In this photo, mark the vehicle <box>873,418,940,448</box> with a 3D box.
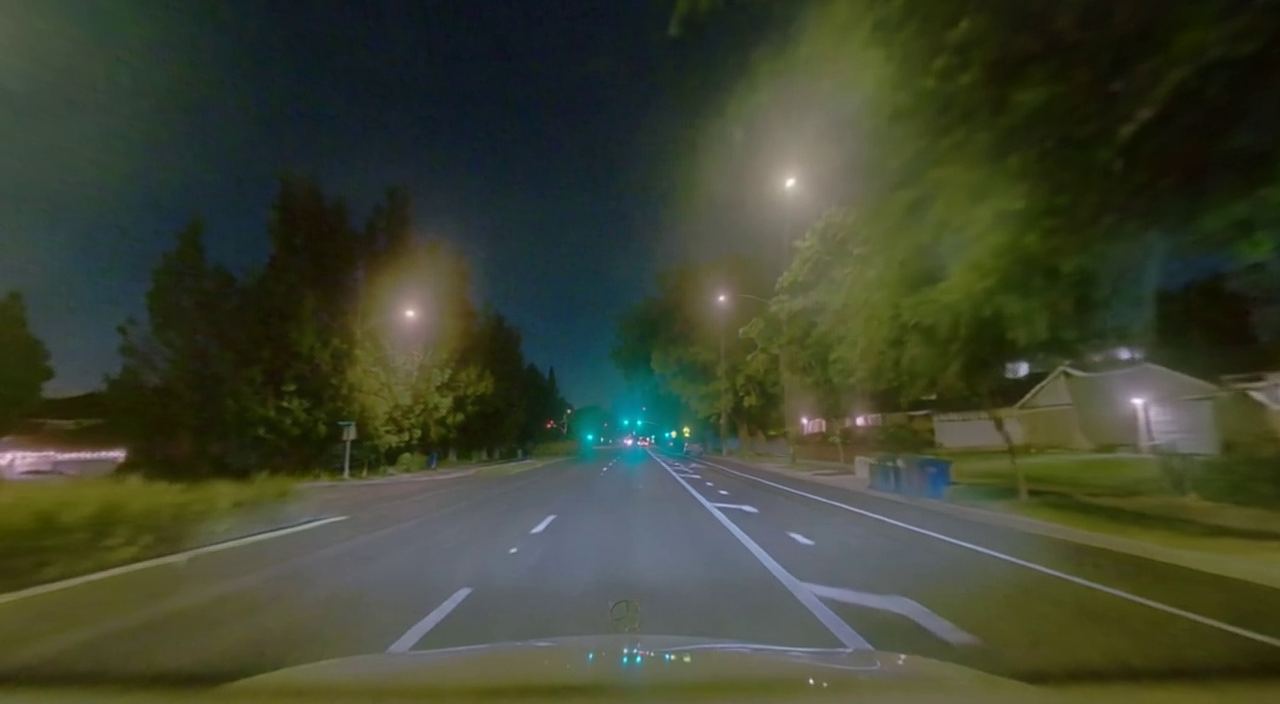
[{"bbox_3d":[15.017,4.629,35.875,1.908,1.610,4.582,0,-8,2],"label":"vehicle"}]

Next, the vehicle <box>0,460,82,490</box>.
[{"bbox_3d":[-34.132,6.884,35.631,1.774,1.430,4.131,0,-8,-5],"label":"vehicle"}]
